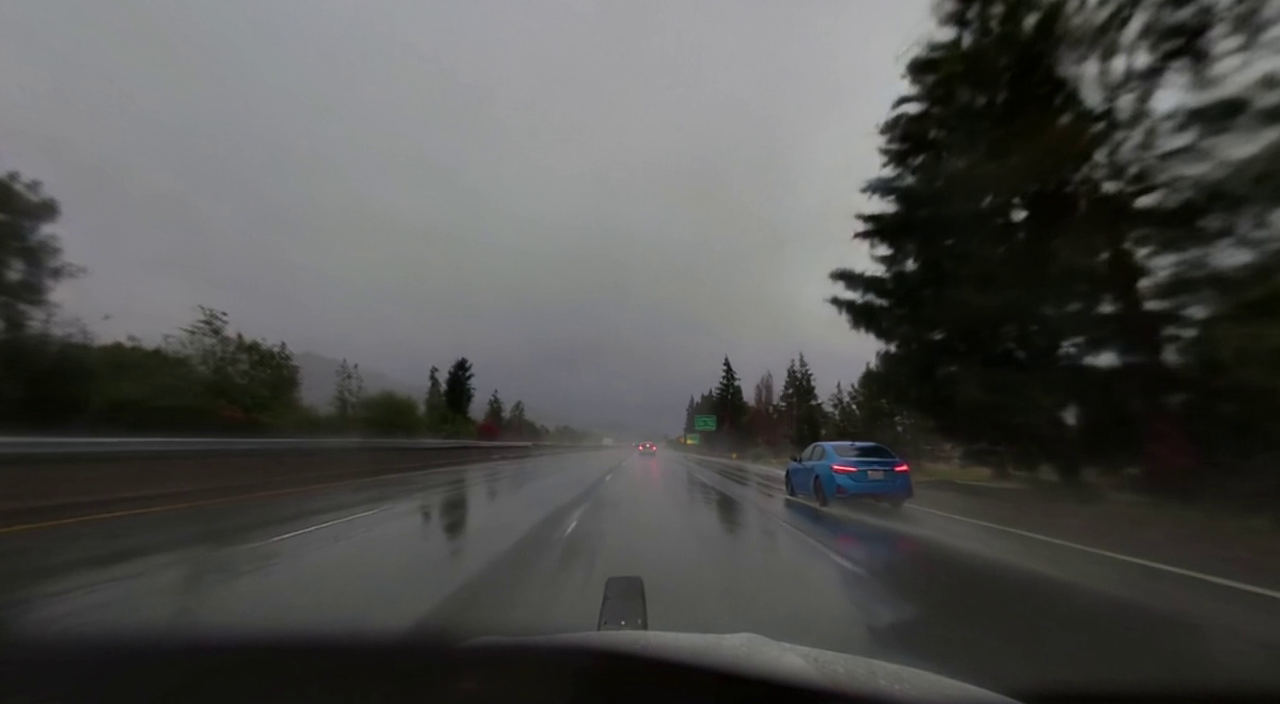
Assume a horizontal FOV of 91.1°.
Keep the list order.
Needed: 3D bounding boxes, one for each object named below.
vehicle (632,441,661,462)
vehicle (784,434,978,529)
[{"bbox_3d":[0.434,7.199,45.546,2.052,1.449,3.857,0,-8,0],"label":"vehicle"},{"bbox_3d":[4.453,2.444,12.549,2.008,1.524,4.598,0,-8,-1],"label":"vehicle"}]
